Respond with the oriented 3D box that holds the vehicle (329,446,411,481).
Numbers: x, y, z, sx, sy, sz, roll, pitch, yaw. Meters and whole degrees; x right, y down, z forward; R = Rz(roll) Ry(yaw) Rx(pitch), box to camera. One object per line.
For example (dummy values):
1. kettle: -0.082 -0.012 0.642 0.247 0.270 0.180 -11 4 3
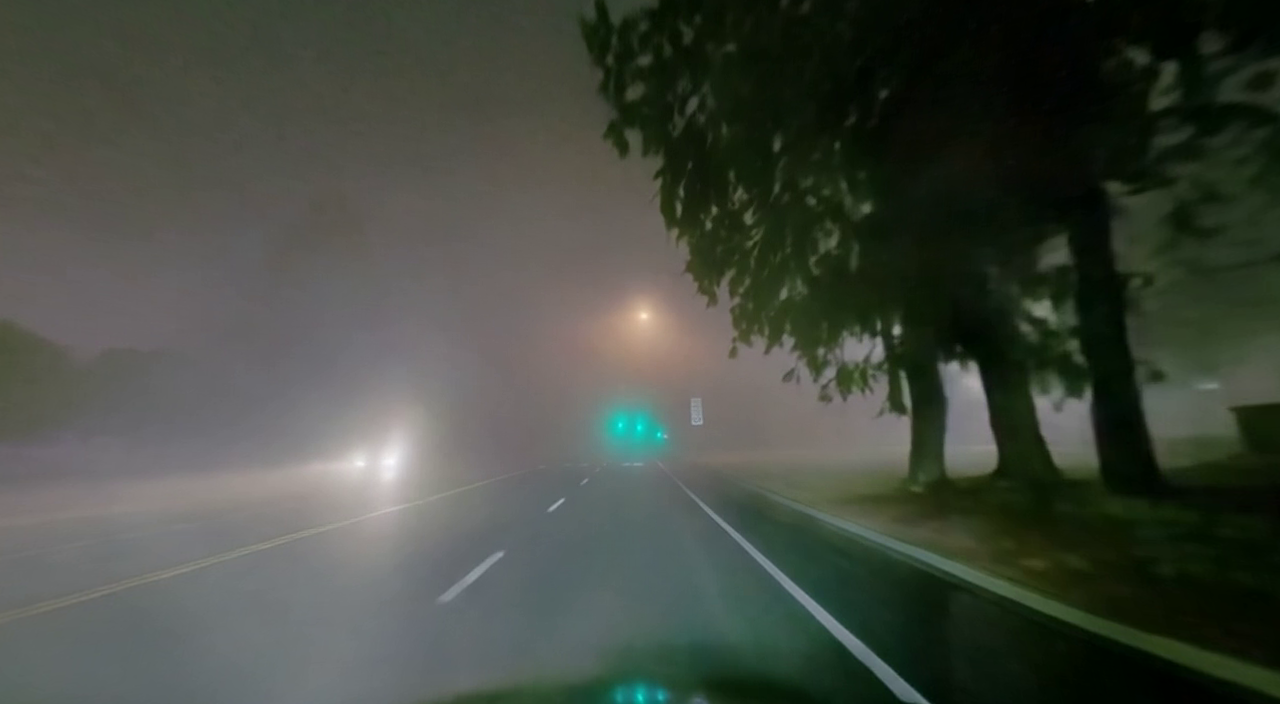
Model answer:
1. vehicle: -13.271 5.487 31.365 2.078 1.573 4.533 0 -8 0
